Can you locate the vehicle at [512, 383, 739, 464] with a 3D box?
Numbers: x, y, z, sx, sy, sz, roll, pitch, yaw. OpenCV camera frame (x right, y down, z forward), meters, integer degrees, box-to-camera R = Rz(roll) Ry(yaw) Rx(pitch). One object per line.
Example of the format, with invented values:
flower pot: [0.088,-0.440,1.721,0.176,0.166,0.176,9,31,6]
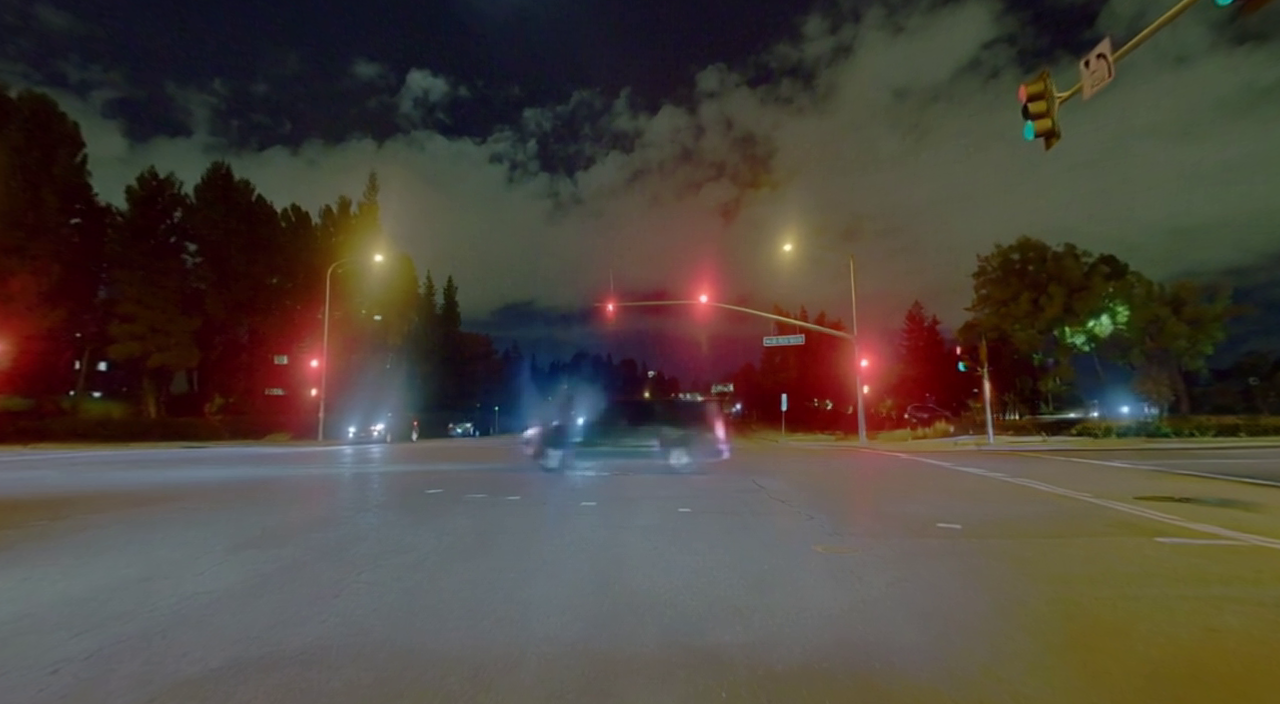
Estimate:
vehicle: [-0.320,1.867,16.141,5.383,1.870,2.203,-1,-9,3]

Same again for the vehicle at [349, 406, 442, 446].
vehicle: [-12.500,3.928,32.746,2.340,1.902,4.920,-2,-9,8]

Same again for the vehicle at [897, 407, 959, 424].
vehicle: [22.067,4.895,48.526,3.933,1.219,1.700,-1,-9,4]

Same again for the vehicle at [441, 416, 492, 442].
vehicle: [-11.225,5.077,41.247,1.899,1.510,4.294,-1,-9,4]
